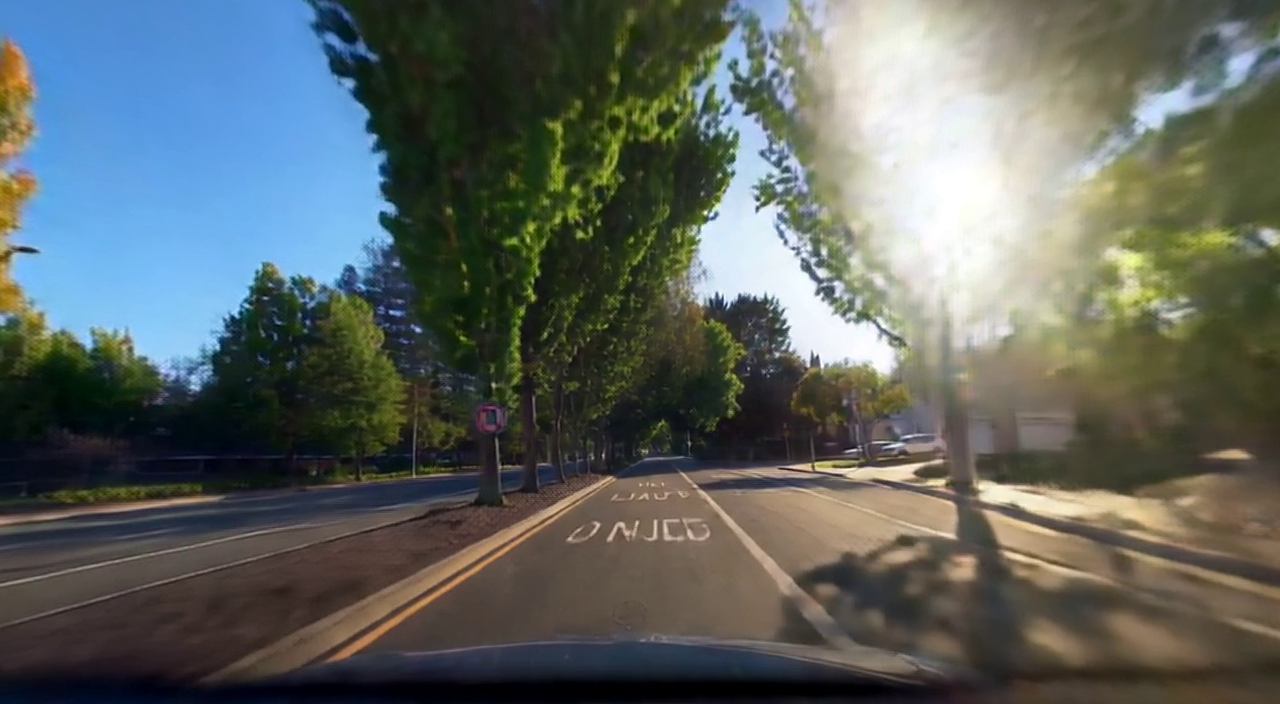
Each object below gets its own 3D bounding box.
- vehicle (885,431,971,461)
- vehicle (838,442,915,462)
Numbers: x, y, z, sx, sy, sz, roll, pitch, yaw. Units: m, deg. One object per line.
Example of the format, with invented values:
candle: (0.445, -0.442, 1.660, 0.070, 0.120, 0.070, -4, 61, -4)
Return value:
vehicle: (18.732, 6.130, 40.962, 4.611, 1.920, 2.043, 0, -8, -2)
vehicle: (18.361, 7.754, 48.852, 5.126, 1.469, 2.009, 0, -8, 0)
